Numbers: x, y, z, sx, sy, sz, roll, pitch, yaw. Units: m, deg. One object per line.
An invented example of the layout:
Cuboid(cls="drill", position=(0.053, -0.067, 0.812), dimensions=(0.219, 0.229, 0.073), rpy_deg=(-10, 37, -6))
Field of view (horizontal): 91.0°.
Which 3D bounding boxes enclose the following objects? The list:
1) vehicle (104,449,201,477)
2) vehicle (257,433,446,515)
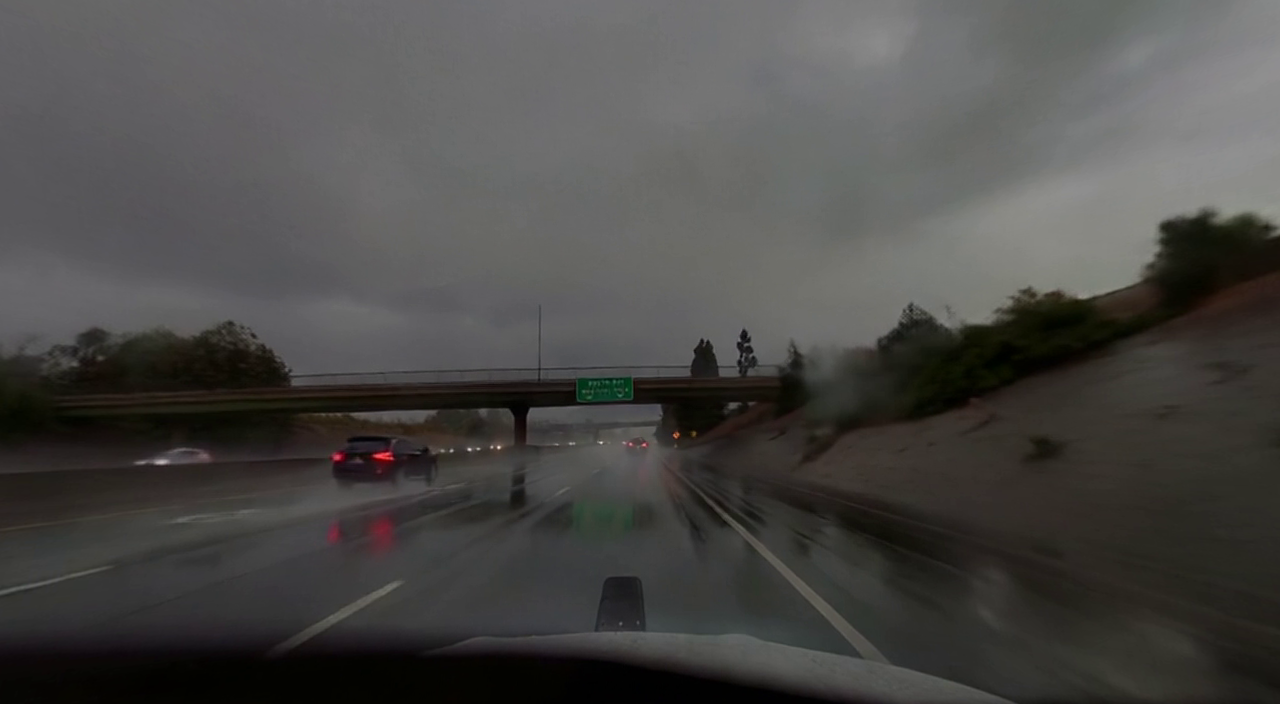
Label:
Cuboid(cls="vehicle", position=(-28.454, 6.439, 36.968), dimensions=(1.911, 1.494, 4.646), rpy_deg=(0, -8, 1))
Cuboid(cls="vehicle", position=(-6.270, 2.693, 14.469), dimensions=(1.916, 1.545, 4.757), rpy_deg=(0, -8, 2))
